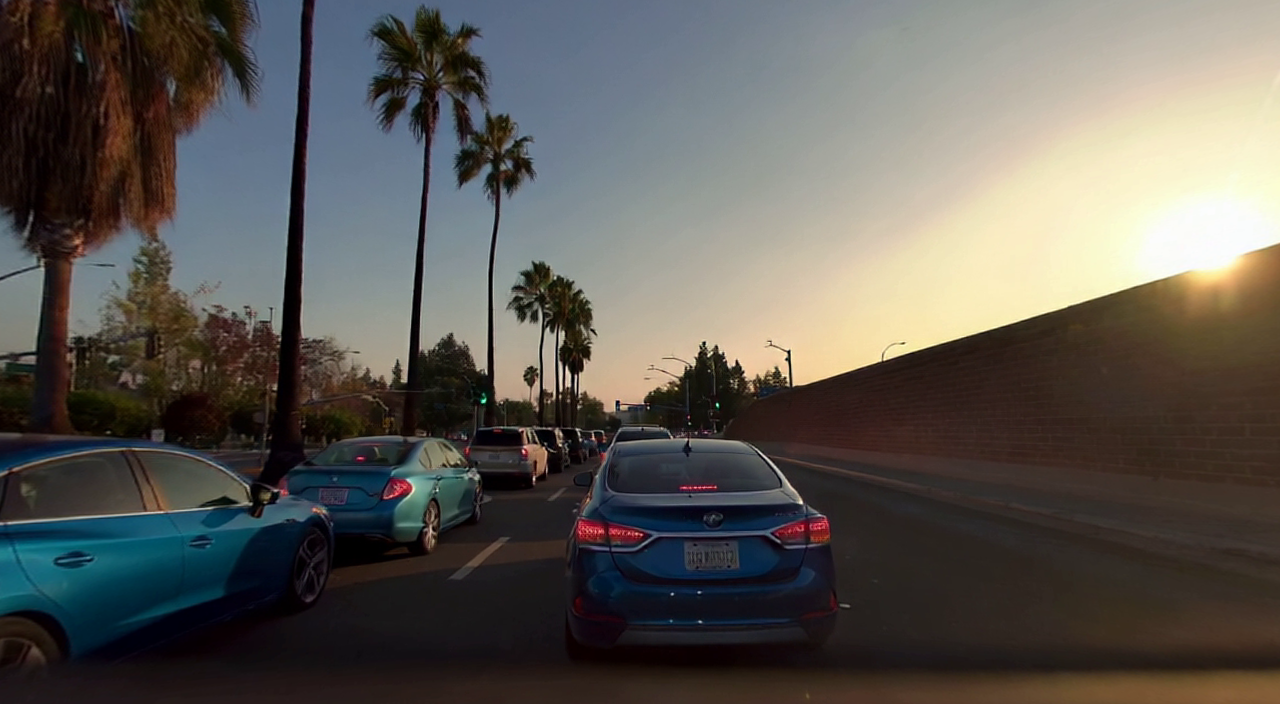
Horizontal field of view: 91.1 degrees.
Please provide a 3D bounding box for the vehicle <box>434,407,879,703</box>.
[{"bbox_3d":[0.040,1.327,5.212,2.128,1.473,4.272,0,-8,-1],"label":"vehicle"}]

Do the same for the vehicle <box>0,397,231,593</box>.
[{"bbox_3d":[-6.672,1.391,6.396,1.963,1.721,4.662,0,-8,-2],"label":"vehicle"}]

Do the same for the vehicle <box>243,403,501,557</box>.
[{"bbox_3d":[-3.518,1.769,9.299,2.055,1.746,4.136,0,-8,-1],"label":"vehicle"}]
